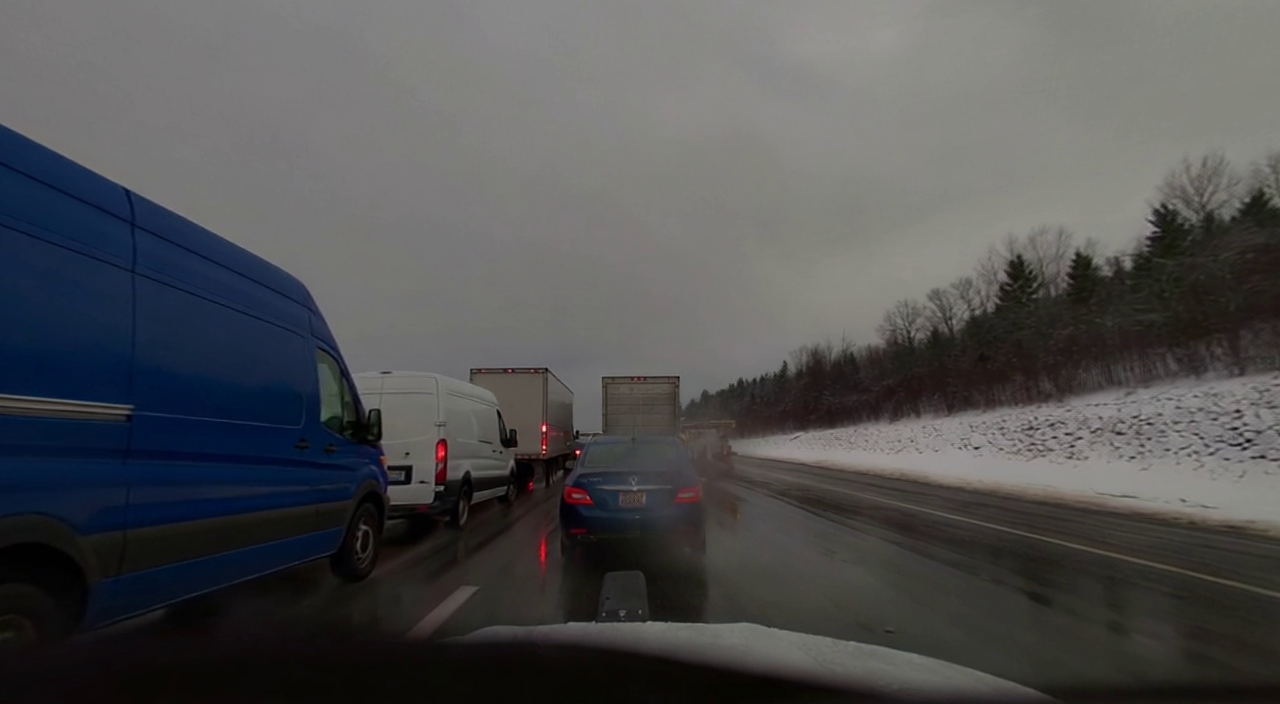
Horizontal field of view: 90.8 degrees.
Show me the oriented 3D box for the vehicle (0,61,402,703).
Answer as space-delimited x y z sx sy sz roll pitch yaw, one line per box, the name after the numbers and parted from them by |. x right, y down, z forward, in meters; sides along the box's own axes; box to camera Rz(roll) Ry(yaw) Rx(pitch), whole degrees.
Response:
-4.036 0.429 4.494 2.254 2.879 6.656 0 -9 -2 | vehicle

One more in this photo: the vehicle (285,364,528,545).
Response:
-4.038 2.021 12.768 2.349 2.643 6.807 0 -9 -1 | vehicle

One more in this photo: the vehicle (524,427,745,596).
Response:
-0.094 1.710 7.478 1.995 1.495 3.380 0 -9 -1 | vehicle
